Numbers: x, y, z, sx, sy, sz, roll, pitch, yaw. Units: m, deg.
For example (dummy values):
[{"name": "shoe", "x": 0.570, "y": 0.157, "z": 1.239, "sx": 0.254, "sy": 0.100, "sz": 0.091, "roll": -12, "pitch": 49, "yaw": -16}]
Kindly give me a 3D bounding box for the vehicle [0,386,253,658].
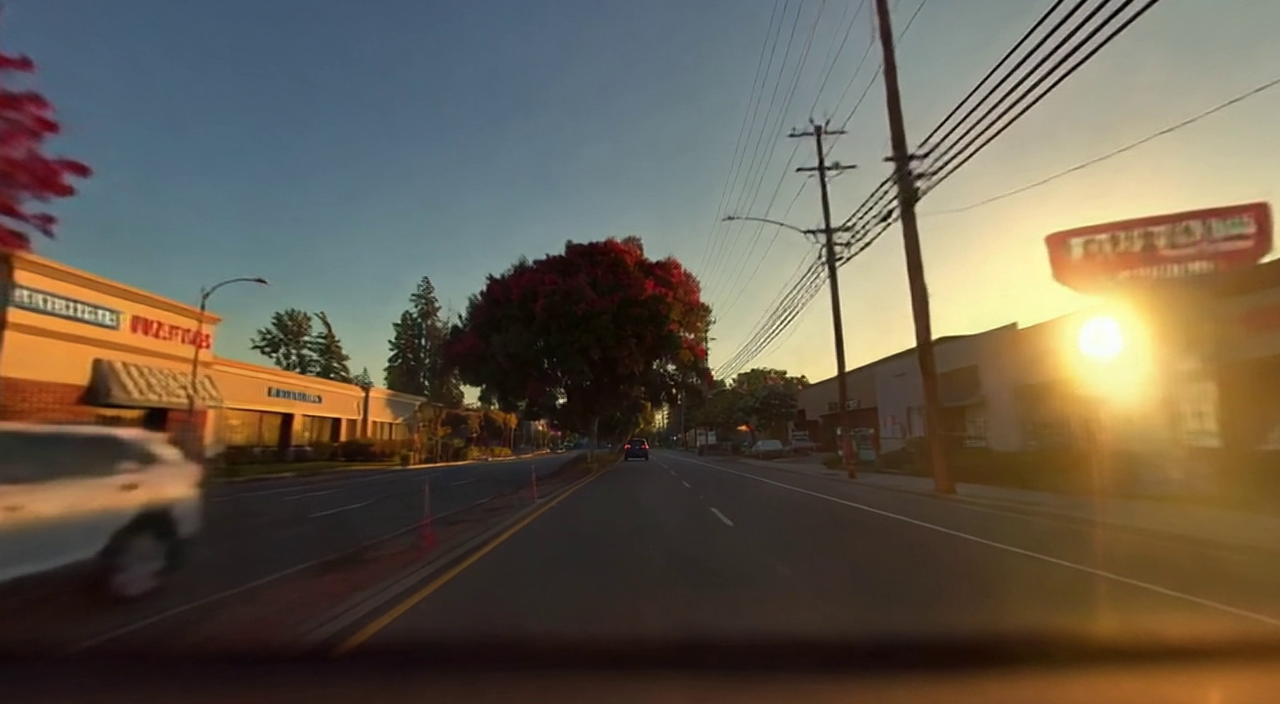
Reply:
[{"name": "vehicle", "x": -4.996, "y": 1.142, "z": 4.311, "sx": 1.993, "sy": 1.680, "sz": 4.386, "roll": -2, "pitch": -8, "yaw": -1}]
